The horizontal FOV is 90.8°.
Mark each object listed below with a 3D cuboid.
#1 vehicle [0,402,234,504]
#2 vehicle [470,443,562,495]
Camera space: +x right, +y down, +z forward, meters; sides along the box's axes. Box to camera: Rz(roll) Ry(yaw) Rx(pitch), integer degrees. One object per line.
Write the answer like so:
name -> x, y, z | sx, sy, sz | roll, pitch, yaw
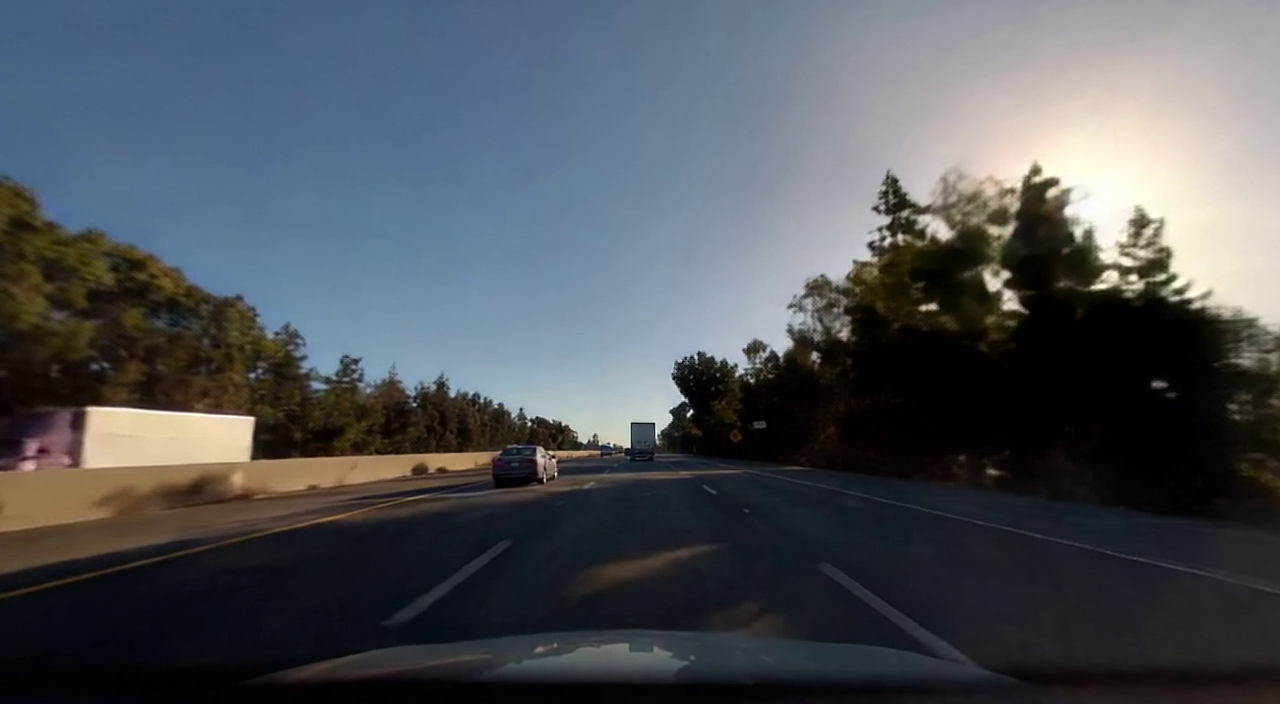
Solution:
vehicle -> -24.920, 4.714, 29.782 | 2.972, 3.912, 10.298 | -2, -9, 13
vehicle -> -3.984, 3.855, 21.218 | 1.999, 1.533, 4.870 | -1, -9, 1
